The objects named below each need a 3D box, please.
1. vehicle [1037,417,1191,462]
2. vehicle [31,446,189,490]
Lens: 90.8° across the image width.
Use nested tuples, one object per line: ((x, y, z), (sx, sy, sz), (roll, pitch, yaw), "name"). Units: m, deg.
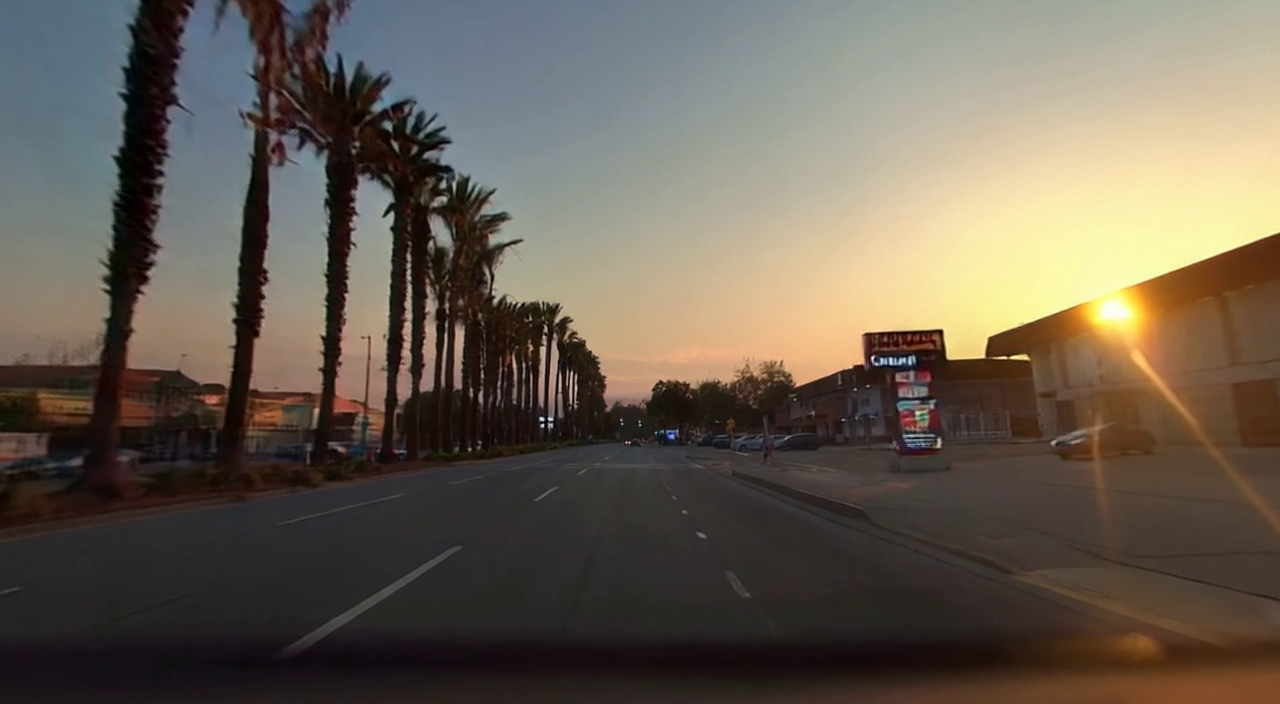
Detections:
((19.330, 3.599, 25.924), (4.552, 1.649, 2.187), (-1, -9, -3), "vehicle")
((-19.679, 4.288, 23.824), (1.919, 1.476, 4.738), (0, -9, -1), "vehicle")
